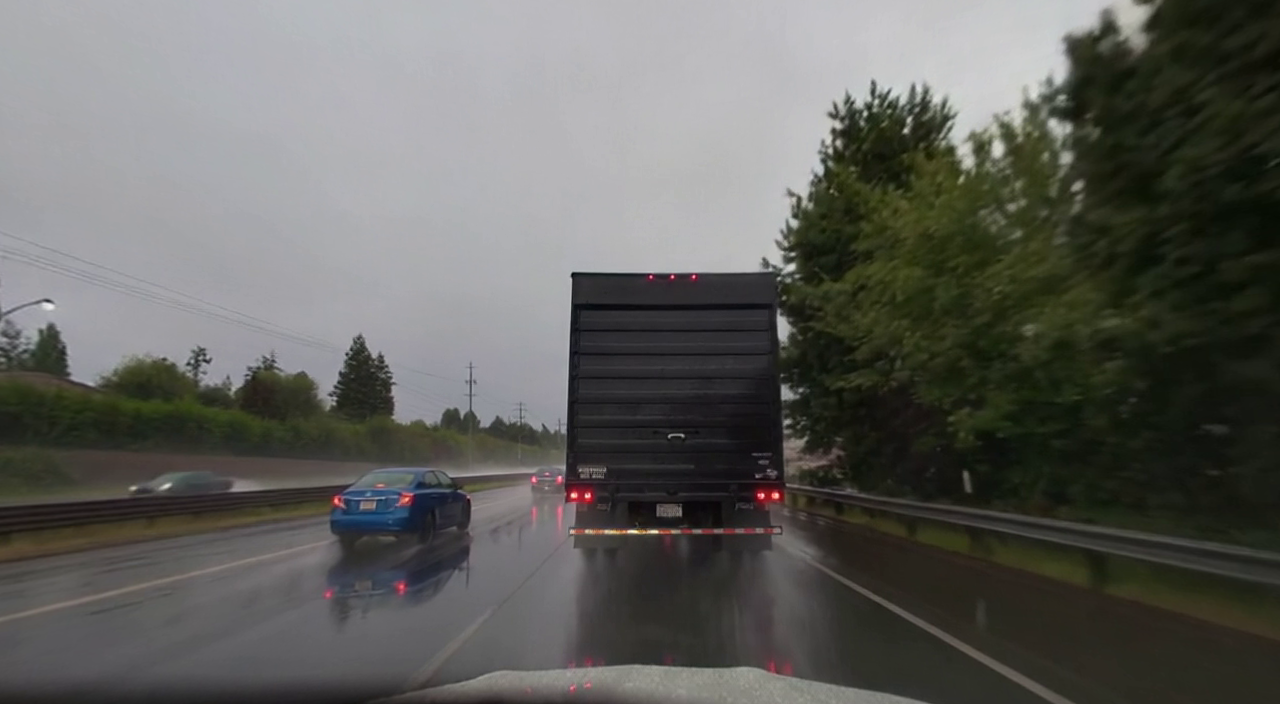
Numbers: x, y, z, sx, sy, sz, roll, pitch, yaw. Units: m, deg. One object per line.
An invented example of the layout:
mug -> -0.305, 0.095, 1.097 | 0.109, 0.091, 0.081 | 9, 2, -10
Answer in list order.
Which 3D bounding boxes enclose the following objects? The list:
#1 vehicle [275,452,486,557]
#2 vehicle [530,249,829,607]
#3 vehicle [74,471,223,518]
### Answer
vehicle -> -4.285, 2.618, 11.339 | 1.891, 1.469, 4.431 | 1, -11, 0
vehicle -> 0.567, 1.455, 10.564 | 2.831, 3.529, 8.689 | 0, -11, 3
vehicle -> -17.830, 5.168, 23.188 | 1.815, 1.486, 4.458 | 0, -11, 1
